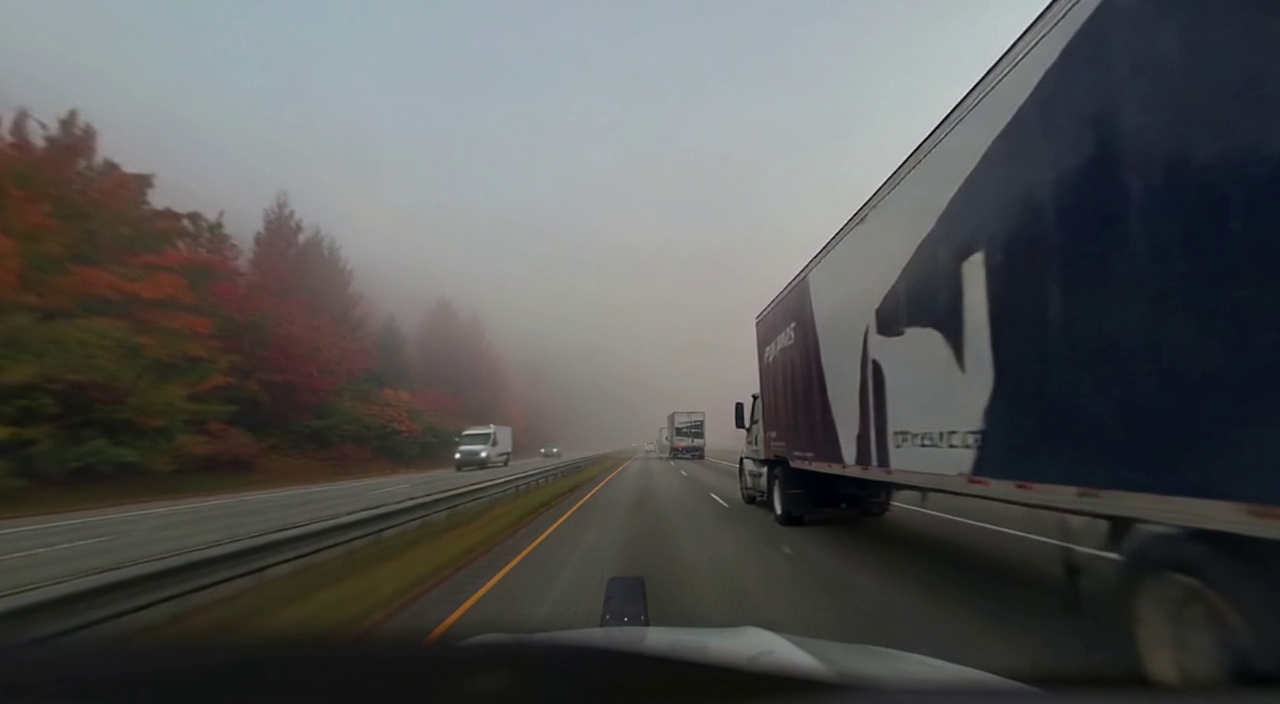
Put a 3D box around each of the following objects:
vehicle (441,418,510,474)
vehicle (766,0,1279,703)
[{"bbox_3d":[-11.127,6.450,43.321,2.698,3.465,7.279,0,-8,1],"label":"vehicle"},{"bbox_3d":[4.107,0.193,5.750,2.911,4.117,14.683,0,-8,0],"label":"vehicle"}]
